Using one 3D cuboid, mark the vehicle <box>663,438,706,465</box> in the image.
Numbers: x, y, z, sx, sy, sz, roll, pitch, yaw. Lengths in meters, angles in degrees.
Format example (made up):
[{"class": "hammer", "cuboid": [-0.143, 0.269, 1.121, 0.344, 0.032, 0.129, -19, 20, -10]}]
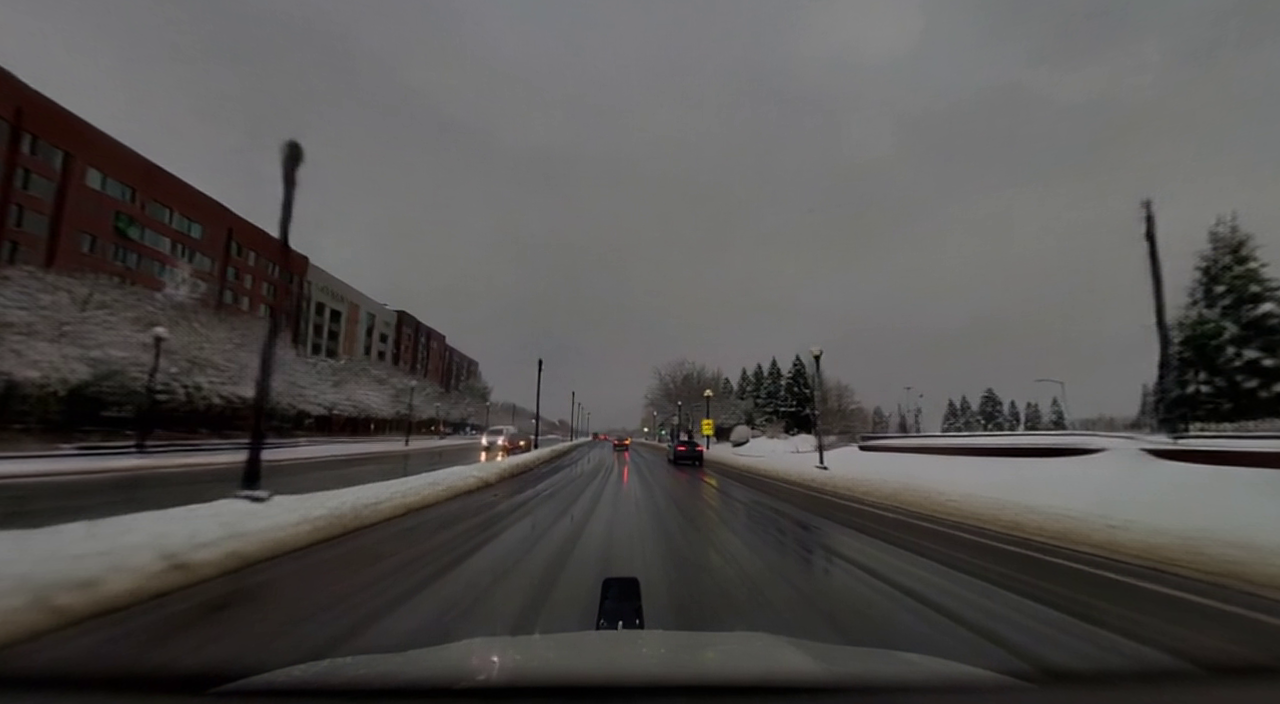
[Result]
[{"class": "vehicle", "cuboid": [2.644, 6.025, 38.500, 2.090, 1.506, 4.382, 0, -8, -3]}]
